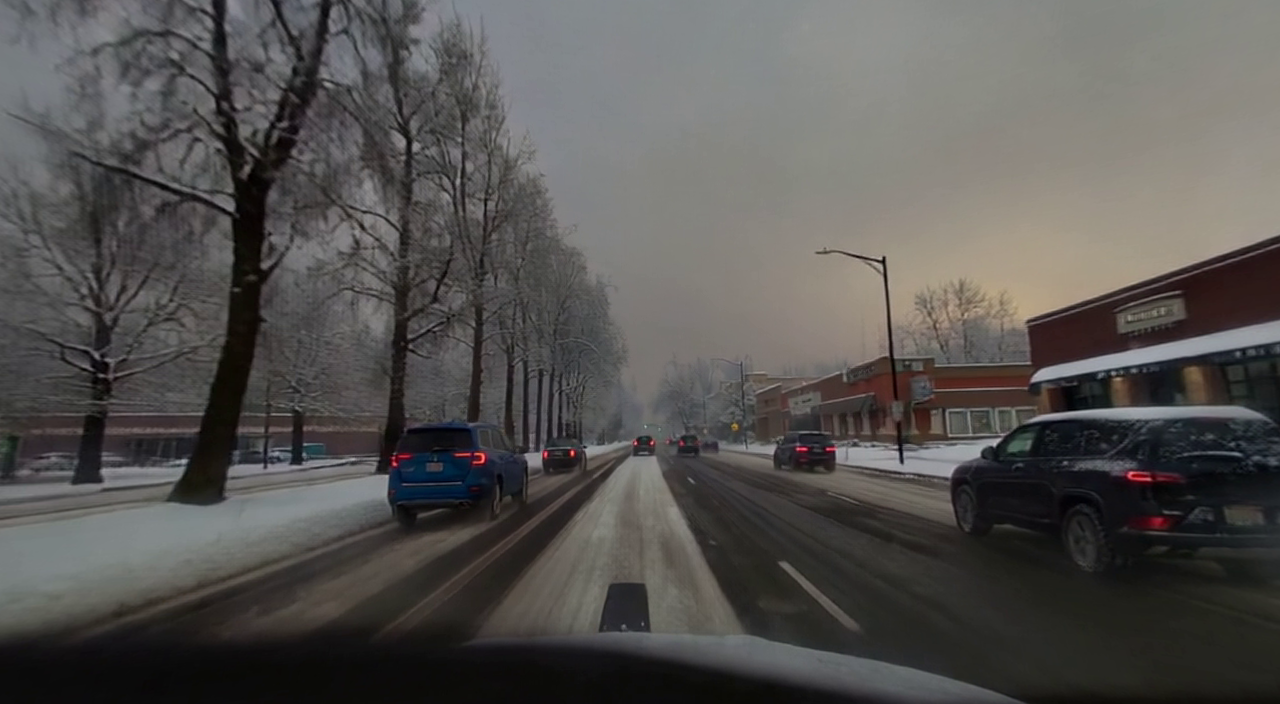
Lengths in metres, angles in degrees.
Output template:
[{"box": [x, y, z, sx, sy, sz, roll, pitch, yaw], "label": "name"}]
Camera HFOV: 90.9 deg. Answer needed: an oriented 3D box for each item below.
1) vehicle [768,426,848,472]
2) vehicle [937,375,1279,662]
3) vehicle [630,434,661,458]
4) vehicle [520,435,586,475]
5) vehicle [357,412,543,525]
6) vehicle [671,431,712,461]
[{"box": [7.011, 4.118, 26.829, 2.076, 1.793, 4.464, 0, -9, -1], "label": "vehicle"}, {"box": [4.789, 1.289, 5.925, 2.088, 1.666, 4.512, -1, -9, 5], "label": "vehicle"}, {"box": [0.430, 7.379, 49.522, 2.304, 1.795, 4.526, 0, -9, 0], "label": "vehicle"}, {"box": [-3.440, 4.187, 25.728, 2.036, 1.465, 4.301, 0, -9, 1], "label": "vehicle"}, {"box": [-3.267, 2.127, 11.953, 2.141, 1.719, 4.379, 0, -9, 0], "label": "vehicle"}, {"box": [3.307, 6.207, 41.582, 2.178, 1.804, 4.766, 0, -9, -1], "label": "vehicle"}]
